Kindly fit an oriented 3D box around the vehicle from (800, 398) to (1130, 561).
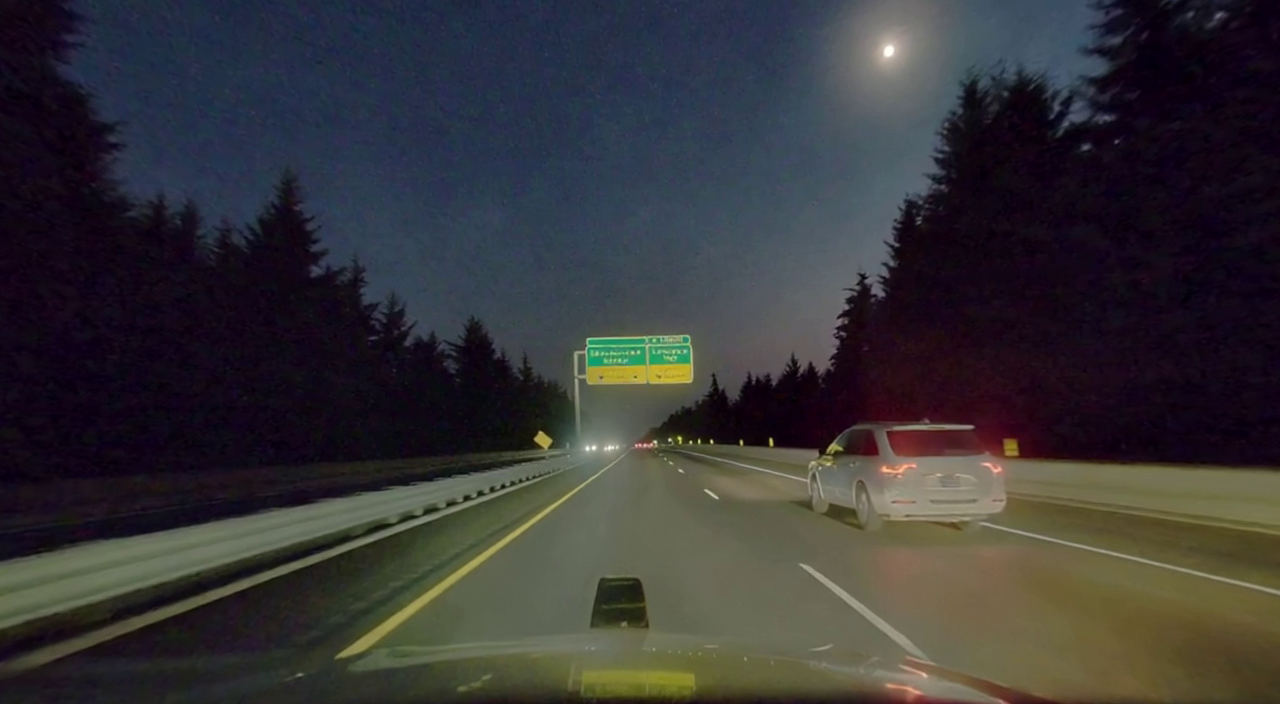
[{"bbox_3d":[4.247,1.767,9.470,2.360,1.798,4.781,1,-8,-1],"label":"vehicle"}]
